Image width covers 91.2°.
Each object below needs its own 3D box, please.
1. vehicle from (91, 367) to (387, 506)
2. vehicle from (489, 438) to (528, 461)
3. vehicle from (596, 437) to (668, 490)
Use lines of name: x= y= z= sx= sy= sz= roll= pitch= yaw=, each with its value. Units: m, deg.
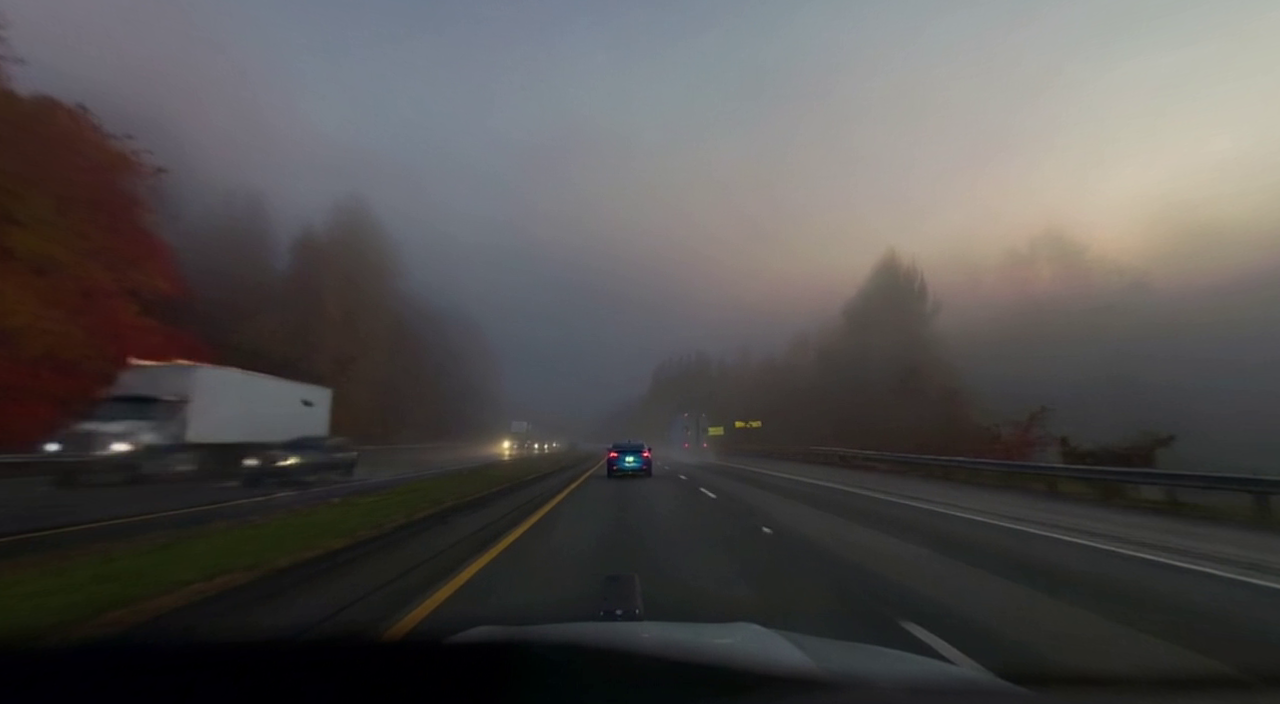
vehicle: x=-8.805 y=2.094 z=15.117 sx=2.433 sy=2.536 sz=7.064 roll=0 pitch=-9 yaw=0
vehicle: x=-9.489 y=7.131 z=45.644 sx=1.947 sy=1.565 sz=4.155 roll=0 pitch=-9 yaw=0
vehicle: x=-0.276 y=3.583 z=20.407 sx=2.099 sy=1.506 sz=4.097 roll=0 pitch=-9 yaw=-1
